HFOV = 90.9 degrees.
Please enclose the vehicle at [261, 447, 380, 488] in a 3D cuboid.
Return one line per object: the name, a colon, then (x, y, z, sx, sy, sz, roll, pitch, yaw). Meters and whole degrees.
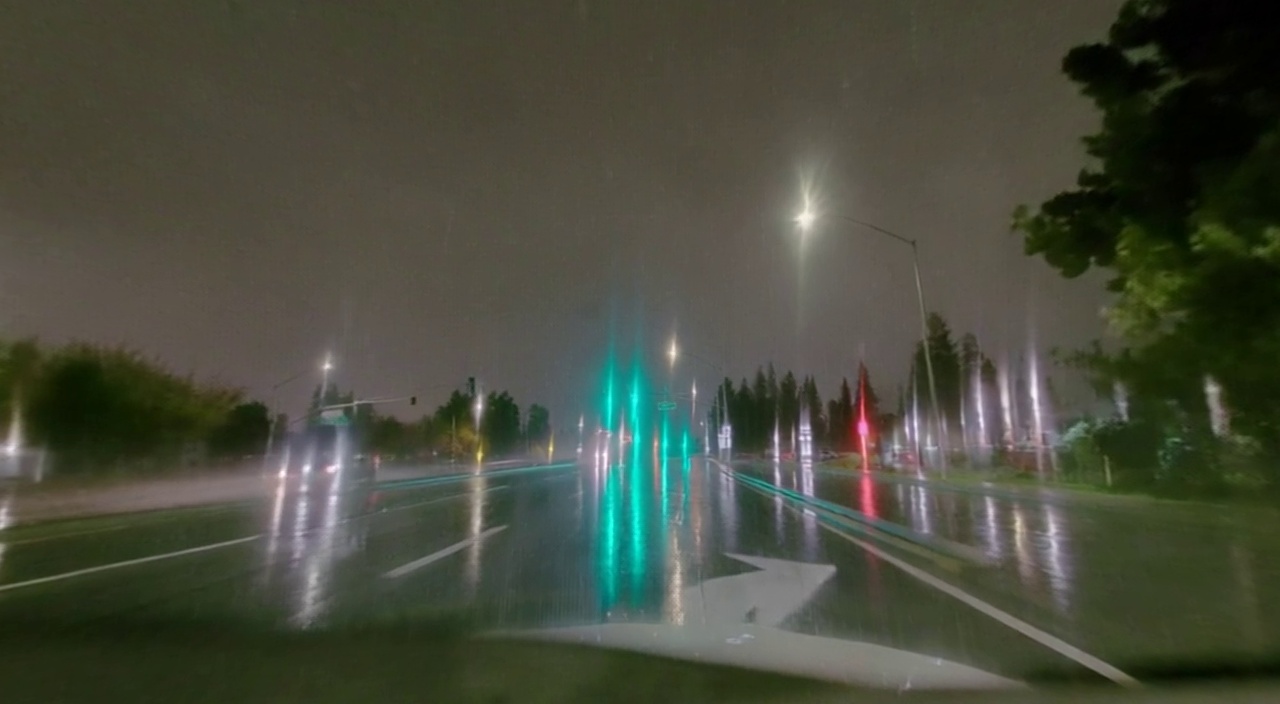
vehicle: (-12.719, 4.608, 25.513, 2.240, 1.452, 4.518, -1, -8, 4)
